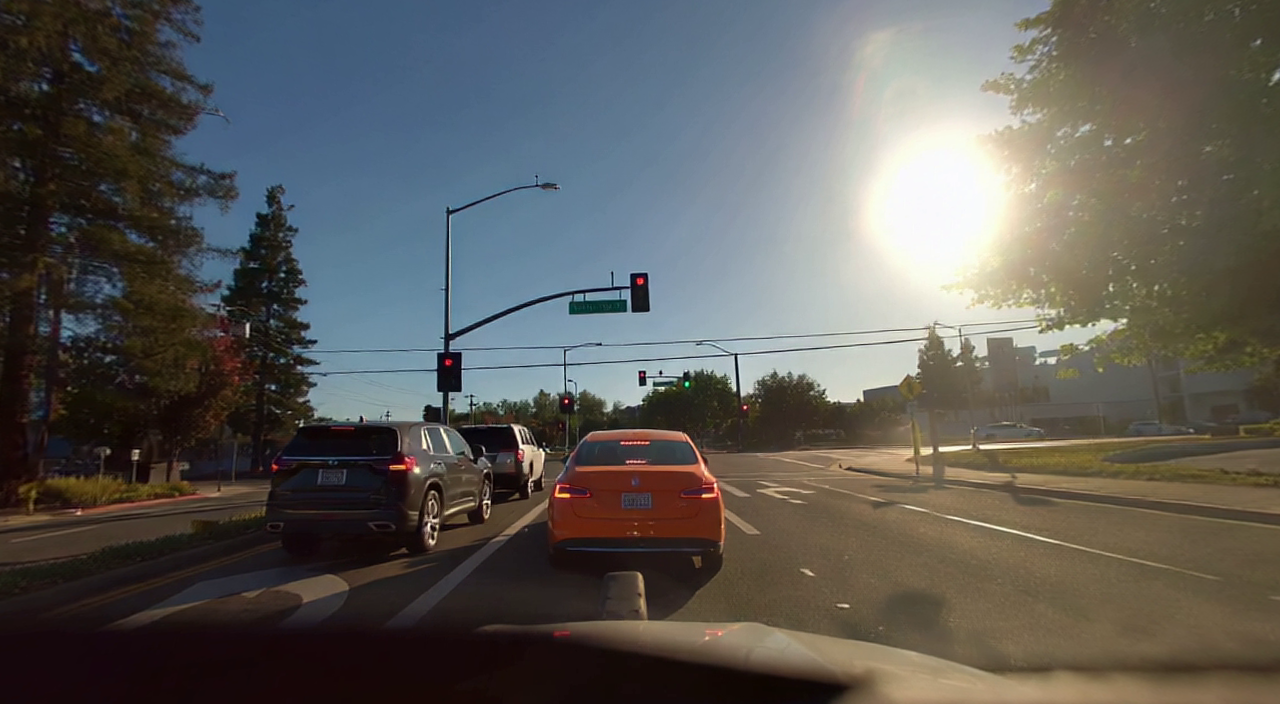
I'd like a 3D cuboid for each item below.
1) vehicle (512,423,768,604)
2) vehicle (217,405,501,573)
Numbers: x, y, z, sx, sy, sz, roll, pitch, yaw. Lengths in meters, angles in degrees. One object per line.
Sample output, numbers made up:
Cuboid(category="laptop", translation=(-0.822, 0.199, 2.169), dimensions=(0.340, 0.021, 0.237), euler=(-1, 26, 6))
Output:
Cuboid(category="vehicle", translation=(-0.056, 1.637, 7.305), dimensions=(2.126, 1.475, 3.967), euler=(0, -8, -2))
Cuboid(category="vehicle", translation=(-3.426, 1.755, 8.826), dimensions=(2.046, 1.751, 4.208), euler=(0, -8, -1))
